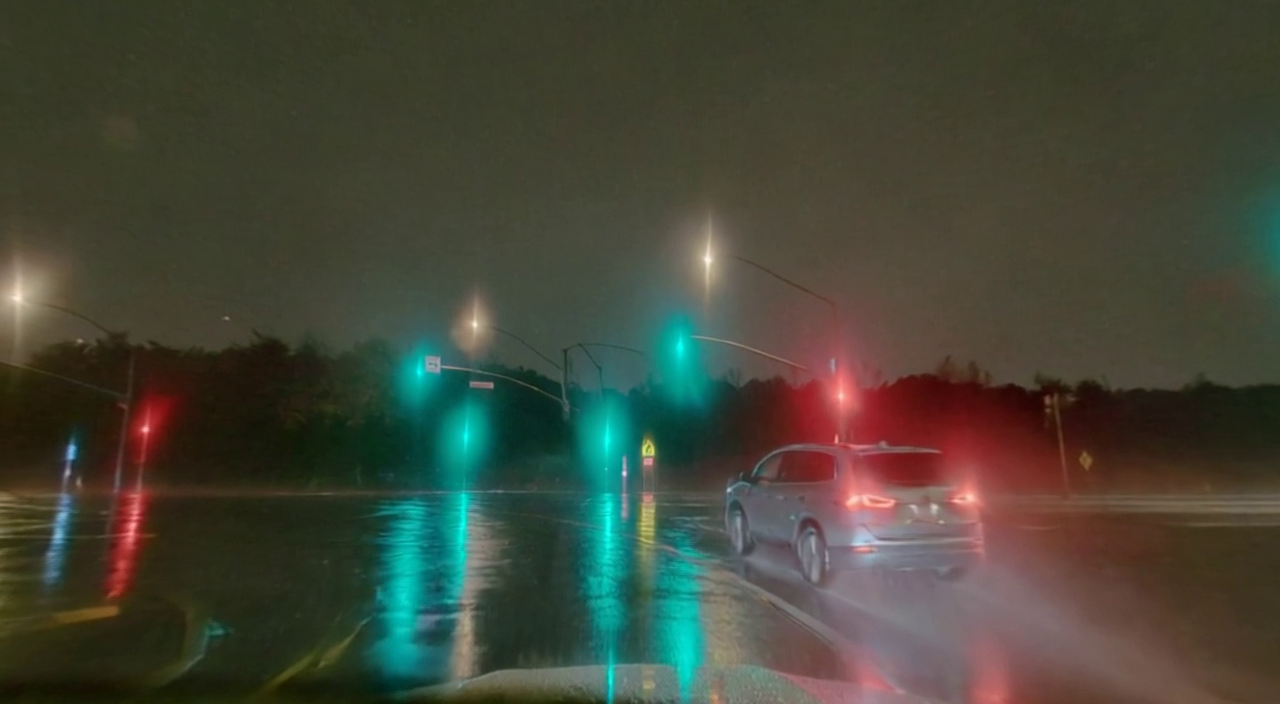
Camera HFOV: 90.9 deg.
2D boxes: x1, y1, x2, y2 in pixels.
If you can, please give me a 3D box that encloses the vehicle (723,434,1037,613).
[{"bbox_3d":[2.603,1.937,8.171,1.938,1.648,4.211,1,-9,-8],"label":"vehicle"}]
